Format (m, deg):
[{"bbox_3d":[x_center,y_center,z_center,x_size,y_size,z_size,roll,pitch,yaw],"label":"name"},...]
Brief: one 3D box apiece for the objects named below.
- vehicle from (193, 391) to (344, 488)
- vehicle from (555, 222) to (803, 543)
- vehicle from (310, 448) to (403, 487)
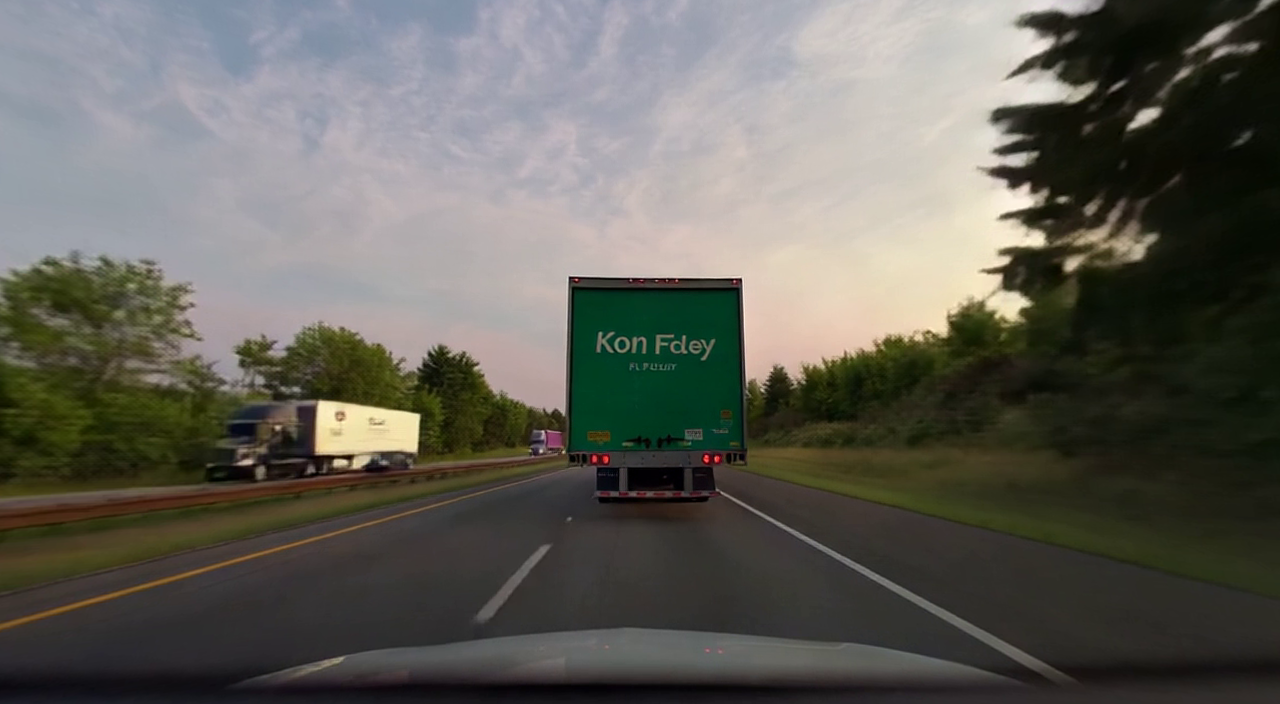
[{"bbox_3d":[-16.460,4.011,28.566,3.001,3.922,5.958,0,-9,1],"label":"vehicle"},{"bbox_3d":[0.495,1.453,15.683,3.230,4.377,14.405,0,-9,0],"label":"vehicle"},{"bbox_3d":[-12.016,4.900,27.033,1.944,1.486,4.229,0,-9,1],"label":"vehicle"}]
